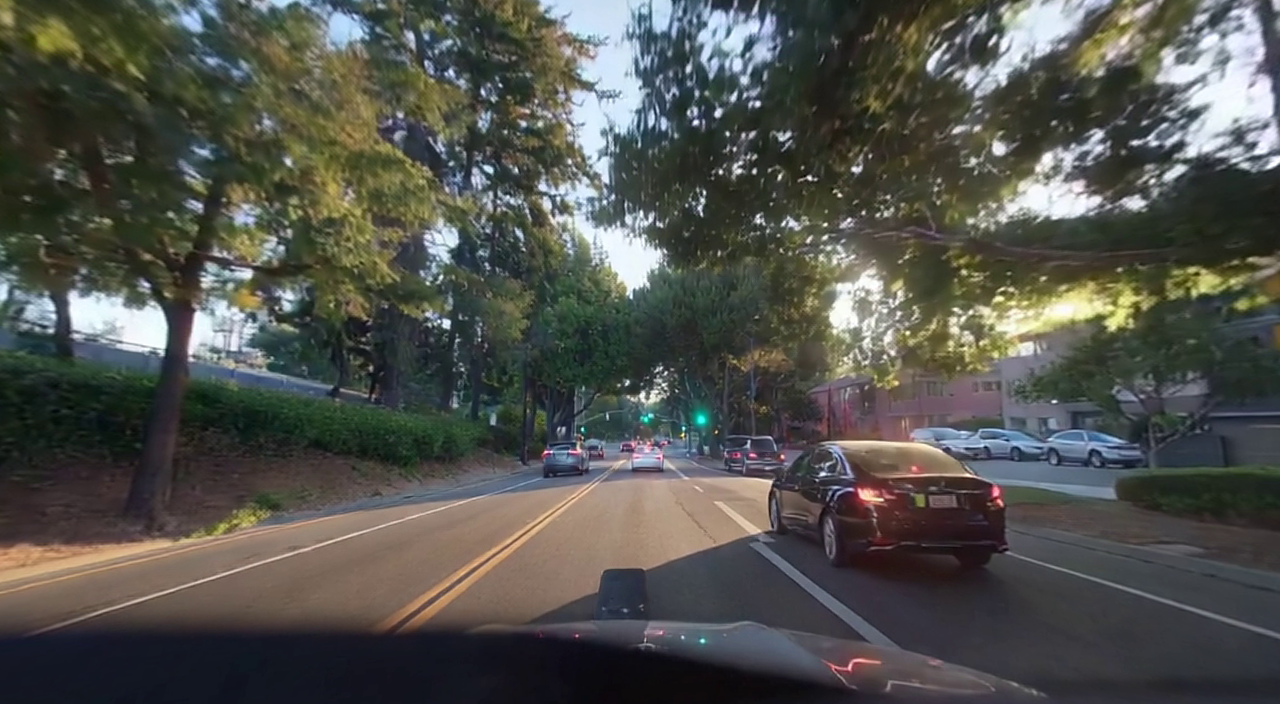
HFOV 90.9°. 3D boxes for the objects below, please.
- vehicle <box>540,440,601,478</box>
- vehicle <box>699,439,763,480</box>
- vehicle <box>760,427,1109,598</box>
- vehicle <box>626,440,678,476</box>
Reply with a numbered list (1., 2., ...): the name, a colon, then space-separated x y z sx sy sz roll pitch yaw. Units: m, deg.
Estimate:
1. vehicle: -2.914 4.603 27.378 2.012 1.505 4.205 -1 -8 2
2. vehicle: 3.591 4.322 25.690 1.943 1.484 4.030 0 -8 -1
3. vehicle: 3.031 1.734 7.846 2.158 1.483 4.415 0 -8 -1
4. vehicle: 0.509 4.630 27.948 2.101 1.467 4.210 0 -8 0
